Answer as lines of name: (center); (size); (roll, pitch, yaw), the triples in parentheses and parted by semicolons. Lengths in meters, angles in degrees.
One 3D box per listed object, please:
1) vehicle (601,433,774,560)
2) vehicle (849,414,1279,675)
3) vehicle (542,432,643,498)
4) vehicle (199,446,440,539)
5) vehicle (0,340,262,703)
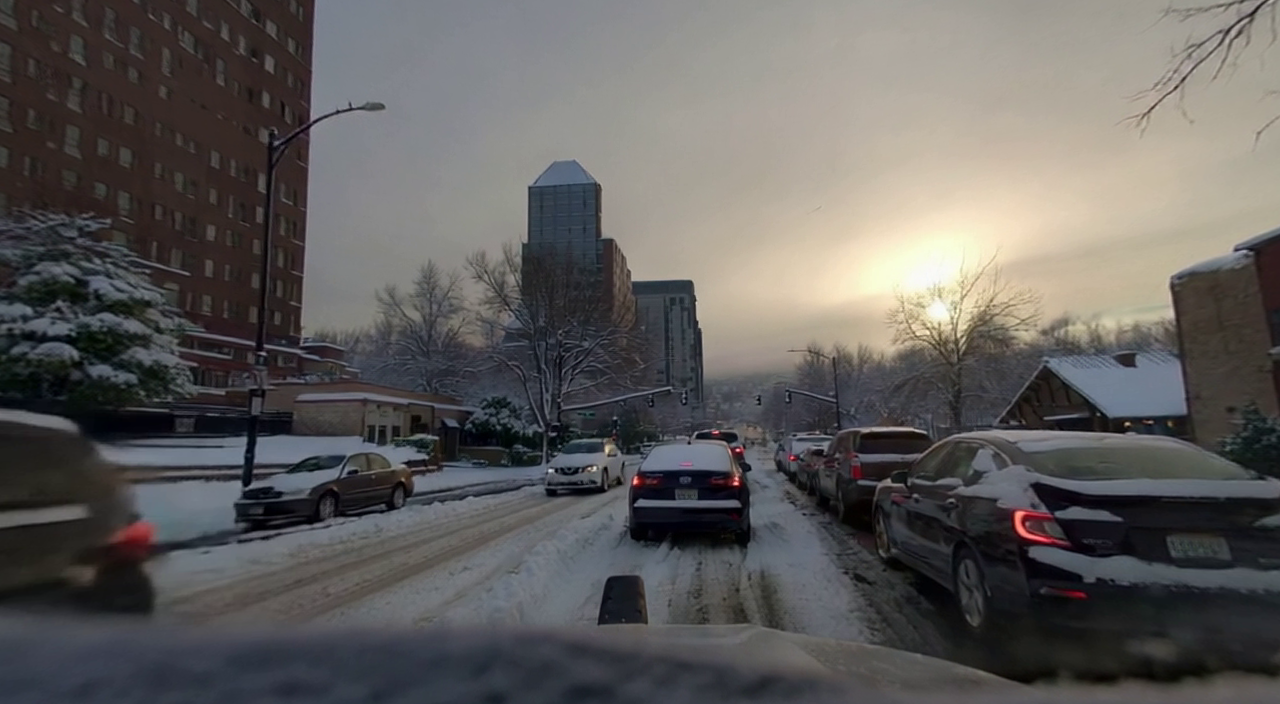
vehicle: (0.790, 1.983, 9.391); (2.031, 1.461, 3.763); (-1, -8, 8)
vehicle: (3.391, 1.441, 5.889); (1.982, 1.510, 4.144); (-1, -9, 8)
vehicle: (-1.293, 3.407, 19.505); (2.102, 1.771, 4.599); (-1, -9, 9)
vehicle: (-6.074, 2.646, 12.687); (1.928, 1.503, 4.322); (-2, -9, 13)
vehicle: (-3.535, 0.712, 1.616); (2.030, 1.730, 4.453); (-1, -8, 6)
